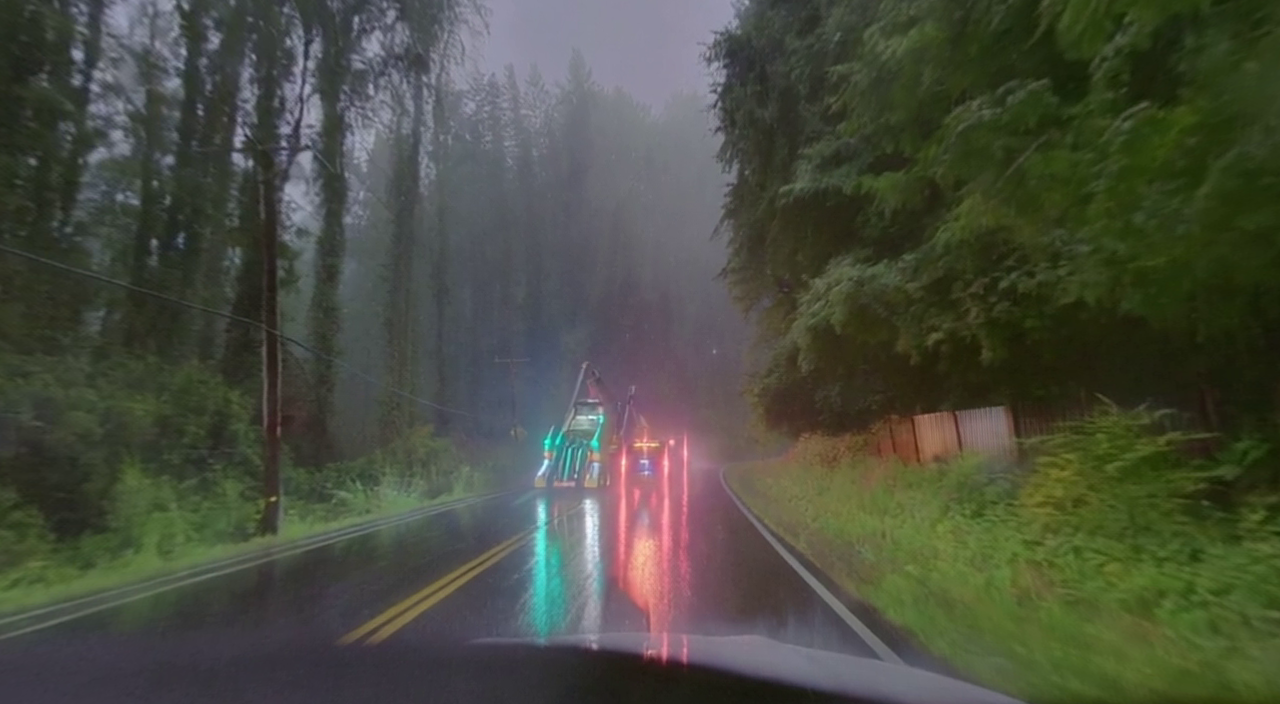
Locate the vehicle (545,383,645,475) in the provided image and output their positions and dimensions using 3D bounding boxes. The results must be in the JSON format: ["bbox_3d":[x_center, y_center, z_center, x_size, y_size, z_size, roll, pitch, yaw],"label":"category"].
[{"bbox_3d":[-2.538,4.410,34.618,4.788,4.368,6.529,3,-11,-6],"label":"vehicle"}]

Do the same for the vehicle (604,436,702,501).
[{"bbox_3d":[0.392,2.947,16.397,2.196,1.465,4.294,0,-8,3],"label":"vehicle"}]
